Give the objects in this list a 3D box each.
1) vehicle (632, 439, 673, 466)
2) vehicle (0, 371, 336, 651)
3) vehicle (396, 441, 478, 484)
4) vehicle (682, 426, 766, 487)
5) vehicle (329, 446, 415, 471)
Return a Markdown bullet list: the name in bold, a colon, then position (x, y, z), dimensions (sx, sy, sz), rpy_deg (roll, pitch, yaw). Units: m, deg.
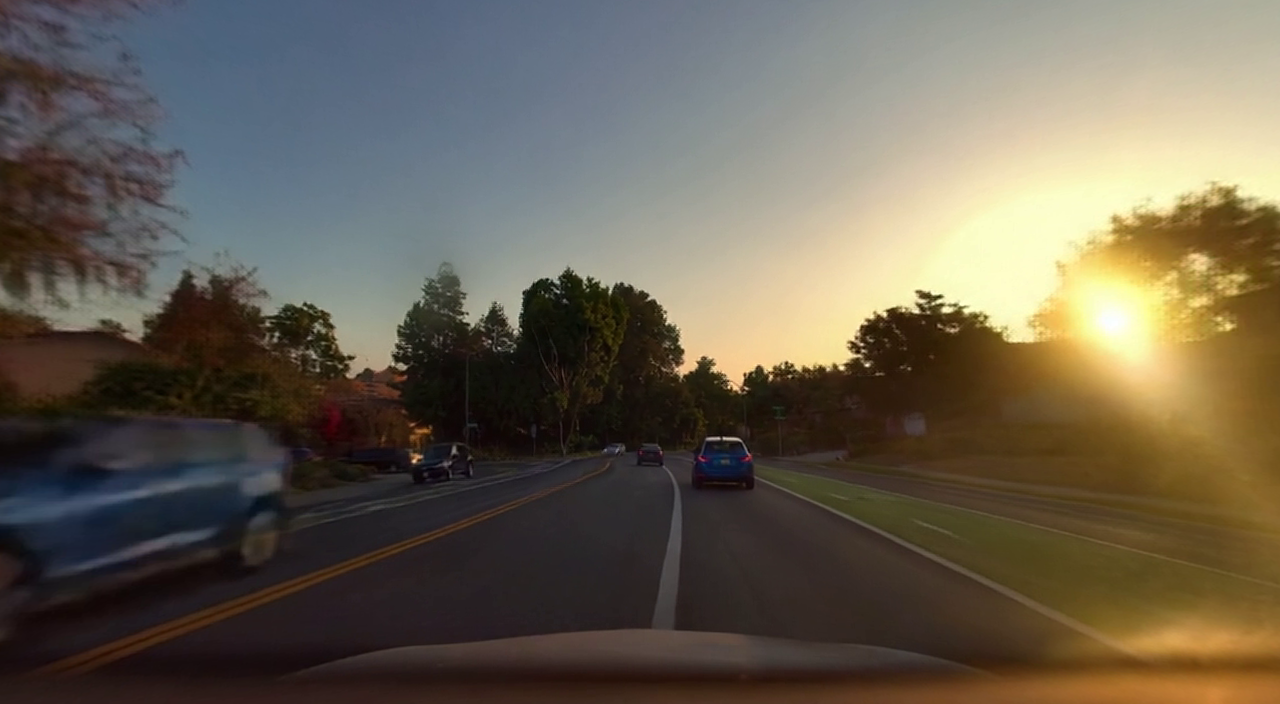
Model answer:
- **vehicle**: position (0.641, 5.695, 35.842), dimensions (2.196, 1.449, 4.006), rpy_deg (0, -8, -1)
- **vehicle**: position (-5.389, 1.371, 6.196), dimensions (2.146, 1.912, 4.878), rpy_deg (-1, -8, 3)
- **vehicle**: position (-9.230, 5.058, 29.186), dimensions (2.188, 1.813, 4.478), rpy_deg (0, -8, 1)
- **vehicle**: position (2.586, 3.376, 20.681), dimensions (2.200, 1.763, 4.676), rpy_deg (0, -8, 1)
- **vehicle**: position (-16.671, 6.628, 39.390), dimensions (4.514, 1.523, 1.860), rpy_deg (0, -8, 2)
